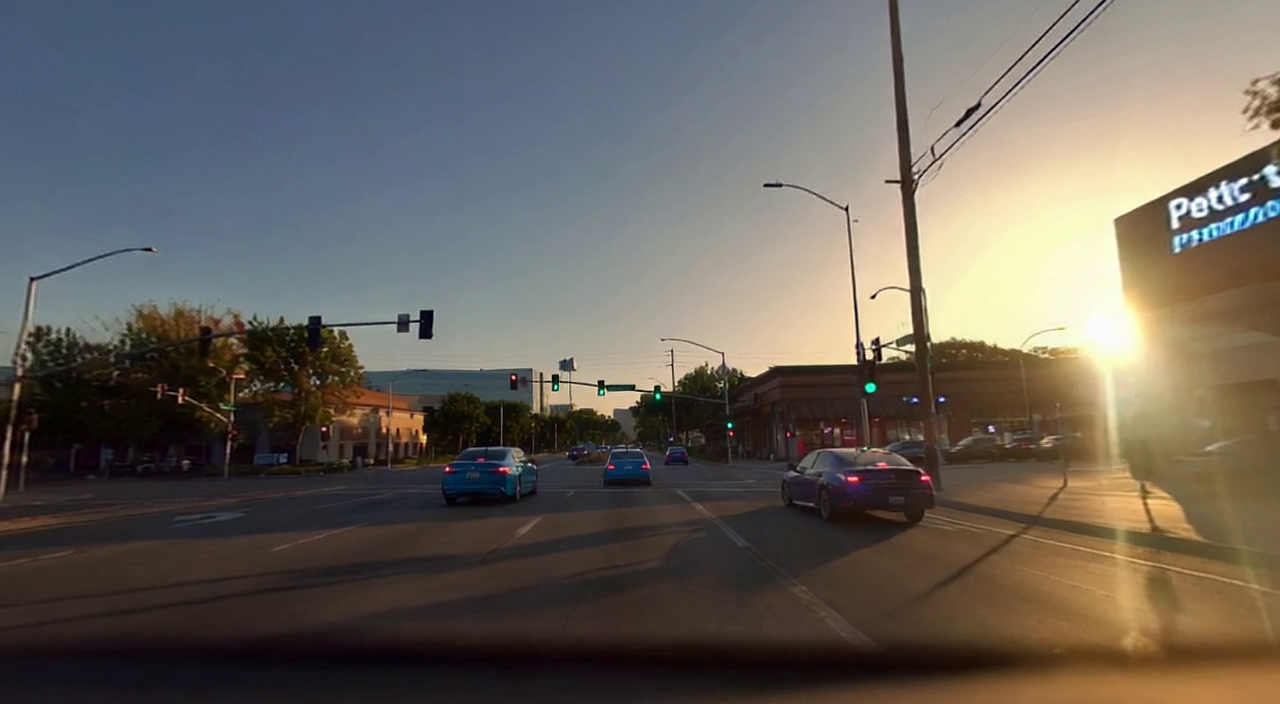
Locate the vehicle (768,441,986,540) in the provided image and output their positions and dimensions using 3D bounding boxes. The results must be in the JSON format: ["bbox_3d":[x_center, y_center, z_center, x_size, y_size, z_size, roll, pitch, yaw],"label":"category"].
[{"bbox_3d":[4.173,2.507,12.253,2.119,1.479,4.910,0,-9,-3],"label":"vehicle"}]

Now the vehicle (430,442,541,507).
[{"bbox_3d":[-4.136,3.355,17.816,2.035,1.564,4.702,0,-9,-1],"label":"vehicle"}]

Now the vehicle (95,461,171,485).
[{"bbox_3d":[-37.684,9.009,47.046,3.931,1.653,2.134,-1,-9,6],"label":"vehicle"}]

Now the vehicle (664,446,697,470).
[{"bbox_3d":[2.892,7.715,46.070,1.986,1.660,4.006,0,-9,-2],"label":"vehicle"}]

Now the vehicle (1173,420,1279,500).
[{"bbox_3d":[15.927,2.500,14.837,4.941,1.697,2.128,0,-9,-3],"label":"vehicle"}]

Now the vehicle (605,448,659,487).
[{"bbox_3d":[-0.366,4.774,26.459,2.072,1.473,4.139,0,-9,-2],"label":"vehicle"}]
